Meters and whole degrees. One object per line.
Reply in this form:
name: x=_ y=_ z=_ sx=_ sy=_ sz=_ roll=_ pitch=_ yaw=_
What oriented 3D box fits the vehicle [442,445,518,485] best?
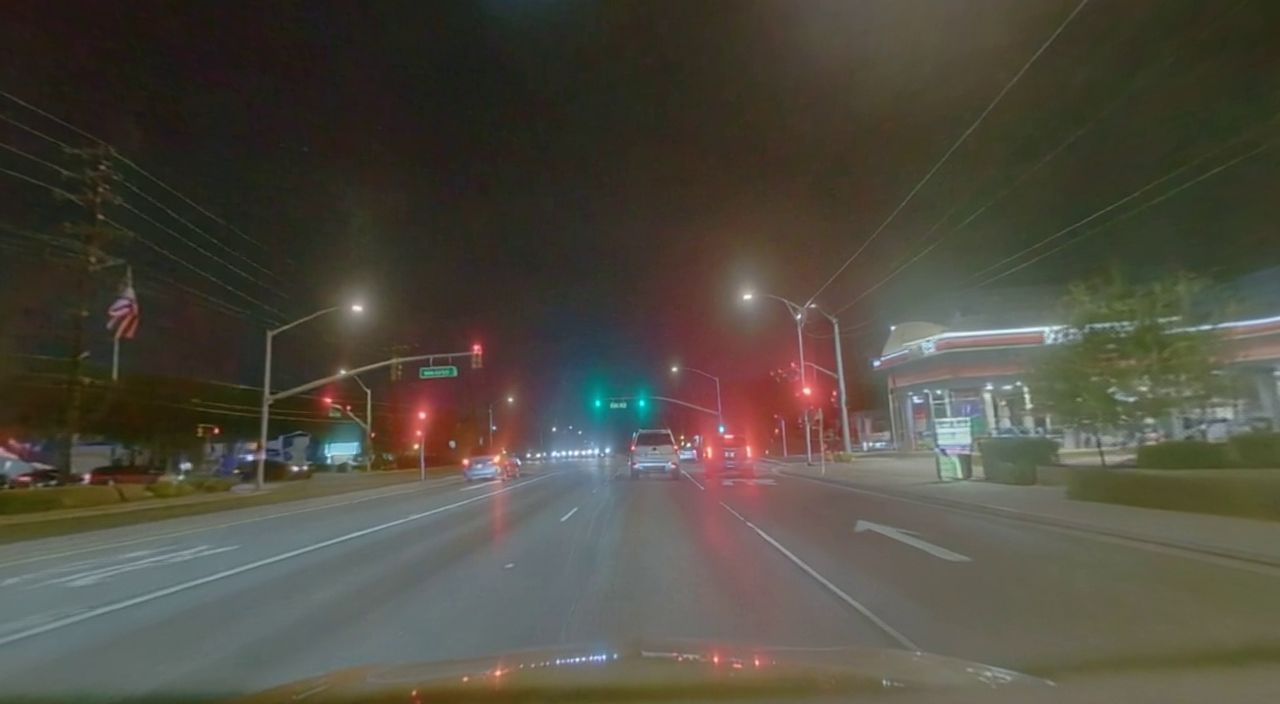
vehicle: x=-6.495 y=4.626 z=26.169 sx=1.966 sy=1.461 sz=4.422 roll=0 pitch=-9 yaw=1

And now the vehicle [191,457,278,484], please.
vehicle: x=-29.666 y=8.666 z=46.227 sx=4.890 sy=1.806 sz=2.205 roll=0 pitch=-9 yaw=2

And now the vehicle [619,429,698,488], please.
vehicle: x=0.593 y=3.788 z=22.821 sx=2.513 sy=1.854 sz=5.235 roll=0 pitch=-9 yaw=0

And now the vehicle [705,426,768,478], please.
vehicle: x=4.319 y=4.597 z=29.203 sx=2.452 sy=2.148 sz=5.877 roll=-1 pitch=-9 yaw=5

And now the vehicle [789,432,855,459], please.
vehicle: x=12.622 y=6.489 z=43.608 sx=4.386 sy=1.760 sz=2.228 roll=7 pitch=-11 yaw=-38

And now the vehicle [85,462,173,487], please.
vehicle: x=-37.694 y=9.031 z=46.591 sx=4.839 sy=1.742 sz=1.993 roll=-1 pitch=-8 yaw=4
